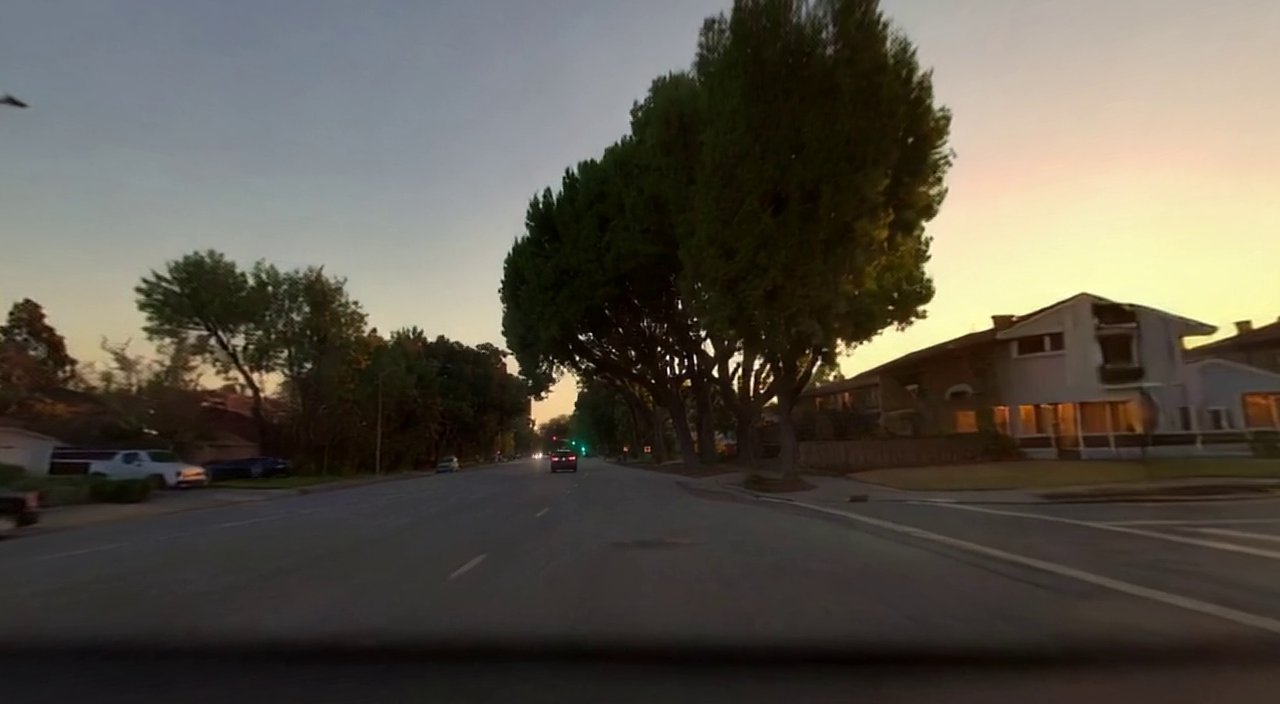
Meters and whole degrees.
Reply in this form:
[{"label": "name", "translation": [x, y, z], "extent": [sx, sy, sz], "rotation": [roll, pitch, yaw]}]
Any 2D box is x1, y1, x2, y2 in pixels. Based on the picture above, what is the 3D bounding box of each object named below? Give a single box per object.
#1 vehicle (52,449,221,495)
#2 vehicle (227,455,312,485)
[{"label": "vehicle", "translation": [-23.092, 5.484, 29.164], "extent": [5.784, 2.004, 2.199], "rotation": [0, -8, -1]}, {"label": "vehicle", "translation": [-22.116, 7.015, 37.803], "extent": [3.832, 1.683, 1.877], "rotation": [1, -9, -7]}]
